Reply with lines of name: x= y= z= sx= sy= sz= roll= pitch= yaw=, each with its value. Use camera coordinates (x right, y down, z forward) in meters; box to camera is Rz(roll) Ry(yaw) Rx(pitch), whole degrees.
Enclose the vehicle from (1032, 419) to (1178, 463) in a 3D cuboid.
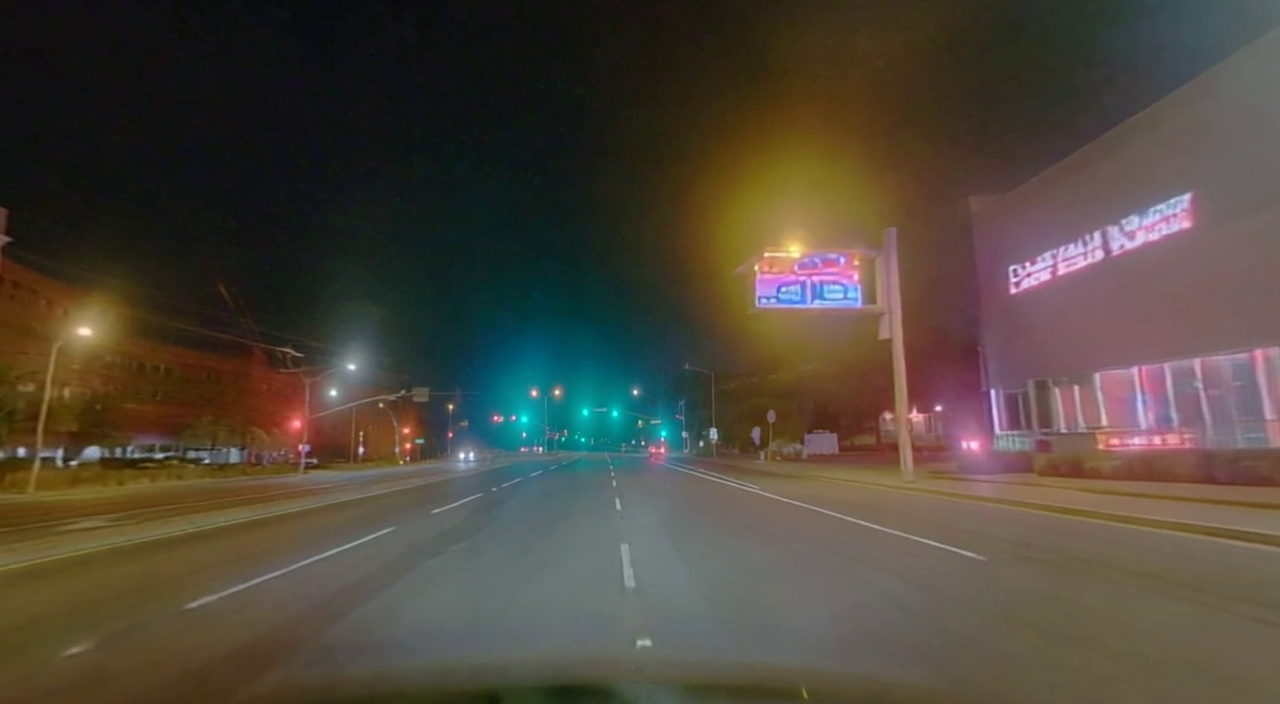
vehicle: x=16.931 y=3.287 z=23.344 sx=1.812 sy=1.467 sz=4.411 roll=0 pitch=-8 yaw=-4
